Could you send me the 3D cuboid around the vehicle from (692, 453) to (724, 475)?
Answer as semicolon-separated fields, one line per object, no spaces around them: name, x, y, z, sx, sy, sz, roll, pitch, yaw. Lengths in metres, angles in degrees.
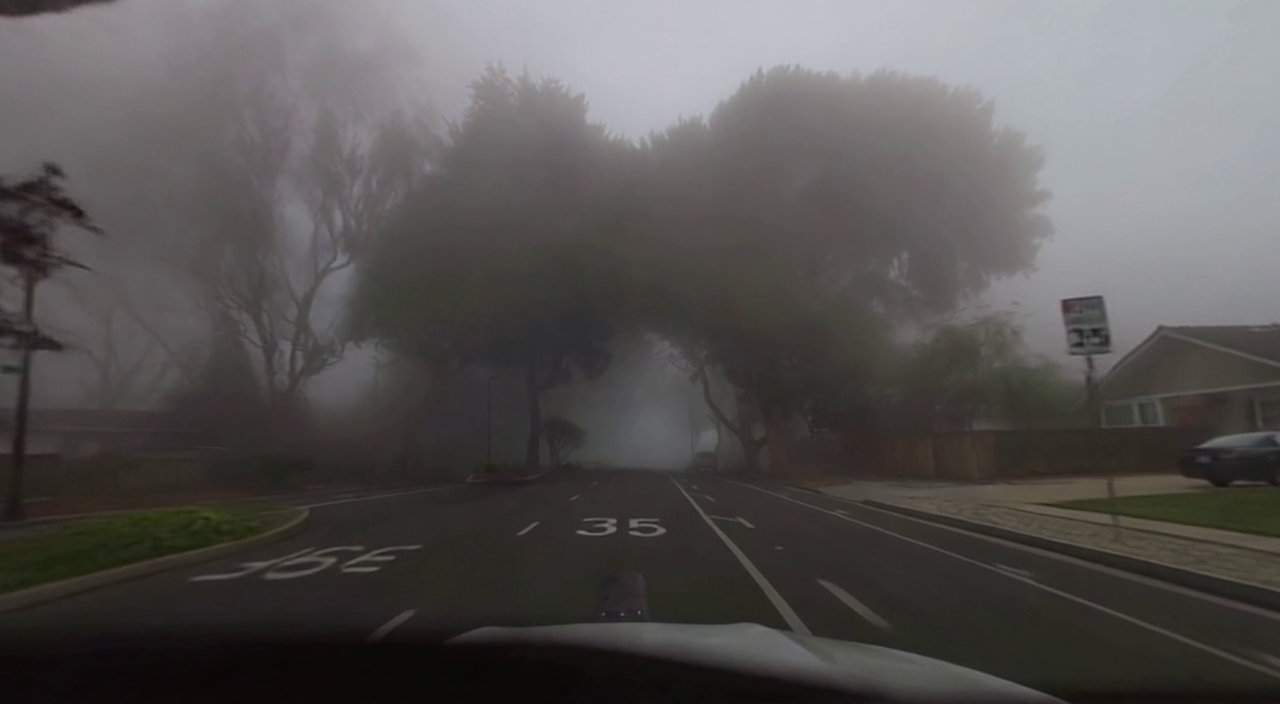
vehicle;5.193;8.622;48.840;1.904;1.475;4.386;0;-8;-1
